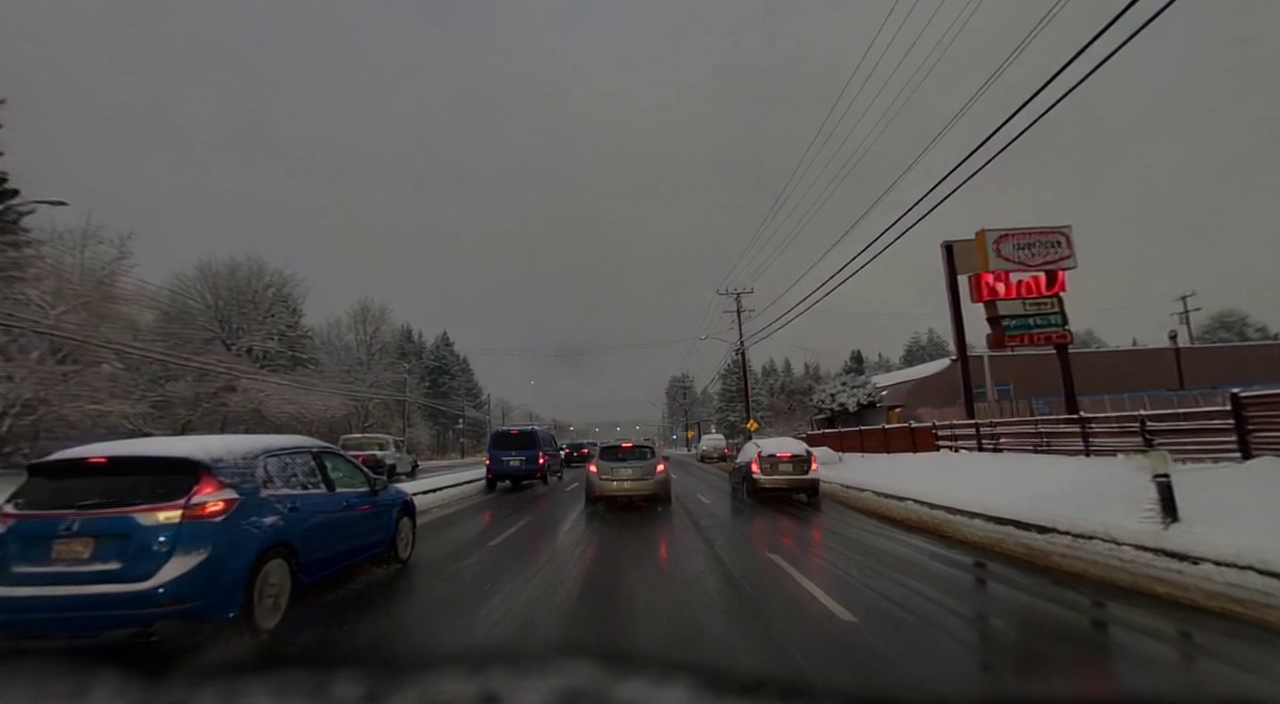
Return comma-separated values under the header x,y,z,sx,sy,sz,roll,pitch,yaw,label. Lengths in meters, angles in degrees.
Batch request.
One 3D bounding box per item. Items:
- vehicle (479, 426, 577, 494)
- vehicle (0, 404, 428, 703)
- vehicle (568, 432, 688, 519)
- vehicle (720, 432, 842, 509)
x,y,z,sx,sy,sz,roll,pitch,yaw,label
-3.274,3.285,19.562,2.092,1.839,4.736,0,-9,1,vehicle
-3.272,1.234,4.402,2.004,1.454,4.349,0,-9,1,vehicle
-0.228,2.453,13.030,2.097,1.511,3.809,0,-9,0,vehicle
3.076,2.673,14.629,1.880,1.521,3.724,0,-9,-1,vehicle
